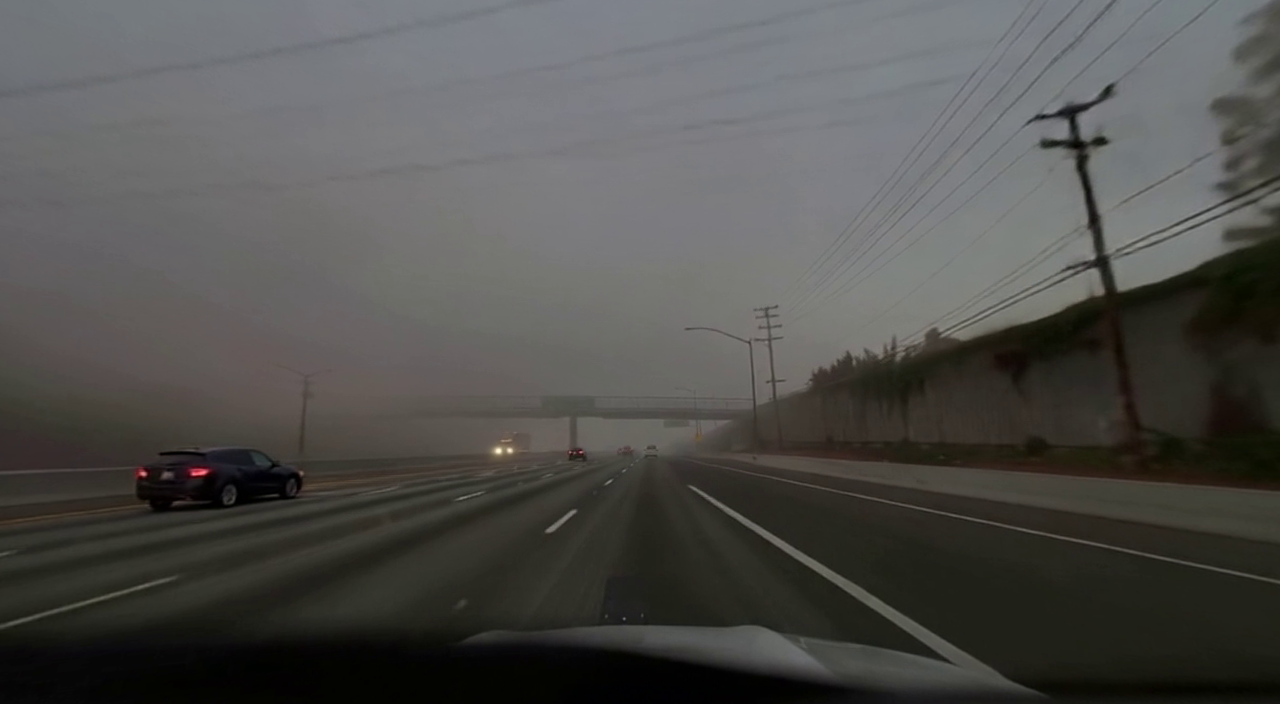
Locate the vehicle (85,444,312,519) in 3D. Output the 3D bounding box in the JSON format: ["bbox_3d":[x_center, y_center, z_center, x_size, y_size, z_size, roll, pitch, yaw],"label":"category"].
[{"bbox_3d":[-10.078,2.931,14.990,2.056,1.476,4.562,-1,-8,1],"label":"vehicle"}]
